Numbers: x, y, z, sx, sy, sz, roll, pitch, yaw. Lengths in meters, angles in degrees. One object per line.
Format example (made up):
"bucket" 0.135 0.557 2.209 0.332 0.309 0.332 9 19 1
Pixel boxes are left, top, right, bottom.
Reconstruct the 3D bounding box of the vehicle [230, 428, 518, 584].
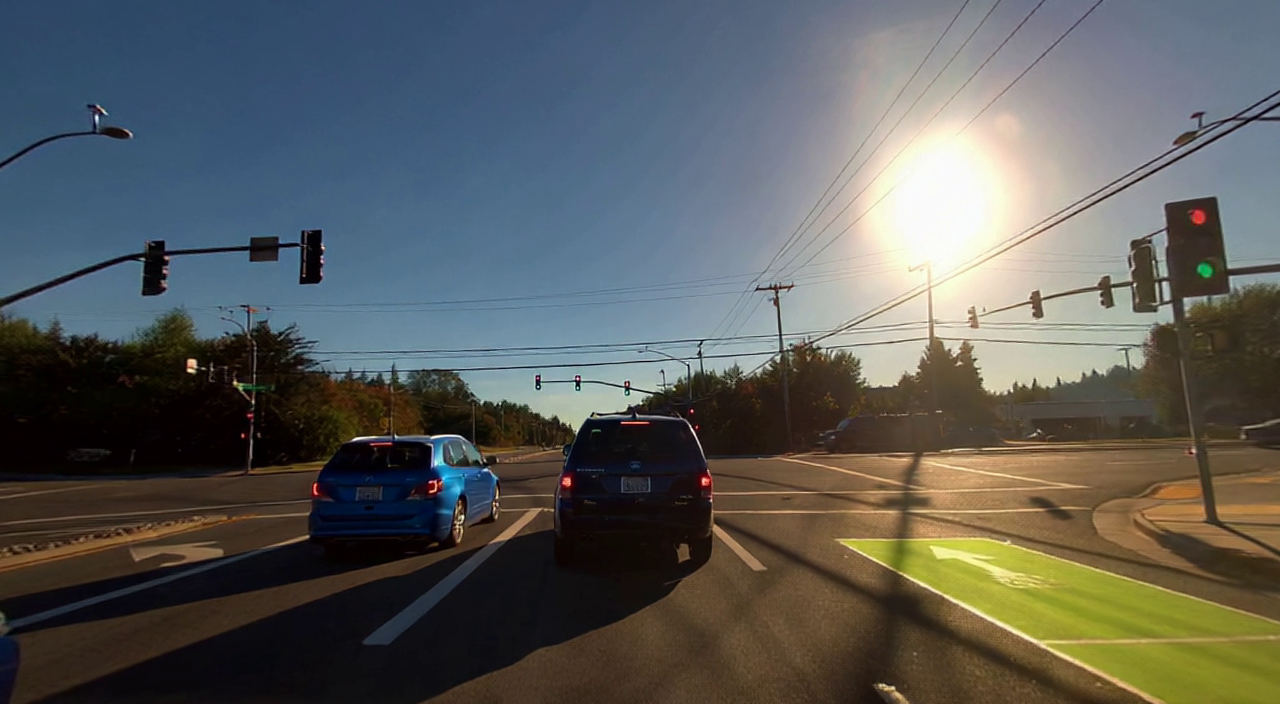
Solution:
"vehicle" -2.930 1.760 8.005 1.969 1.486 3.702 0 -8 1

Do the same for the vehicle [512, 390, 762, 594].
"vehicle" -0.057 1.519 7.621 2.182 1.773 4.041 0 -8 -1

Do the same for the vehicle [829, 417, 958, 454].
"vehicle" 13.832 4.609 34.837 6.143 1.944 2.229 -1 -8 5

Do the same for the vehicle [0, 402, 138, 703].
"vehicle" -3.350 0.658 0.436 1.928 1.488 4.936 0 -8 0
